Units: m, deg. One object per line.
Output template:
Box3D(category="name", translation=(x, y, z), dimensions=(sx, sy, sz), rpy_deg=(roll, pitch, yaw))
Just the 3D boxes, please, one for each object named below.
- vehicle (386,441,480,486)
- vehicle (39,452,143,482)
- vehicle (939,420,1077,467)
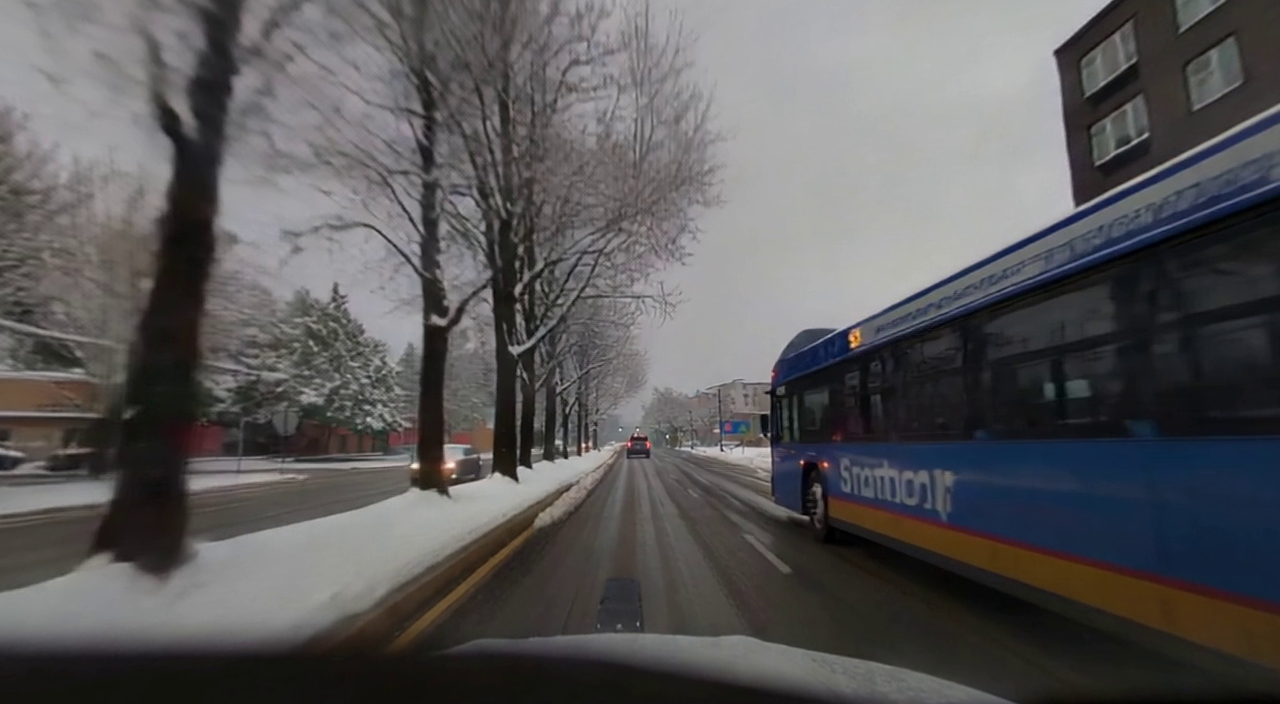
Box3D(category="vehicle", translation=(-7.510, 4.078, 23.431), dimensions=(1.999, 1.478, 4.441), rpy_deg=(0, -8, -1))
Box3D(category="vehicle", translation=(-36.136, 7.557, 41.755), dimensions=(4.562, 1.825, 2.148), rpy_deg=(2, -9, -14))
Box3D(category="vehicle", translation=(25.865, 6.429, 44.466), dimensions=(8.606, 3.093, 2.803), rpy_deg=(2, -8, -13))
